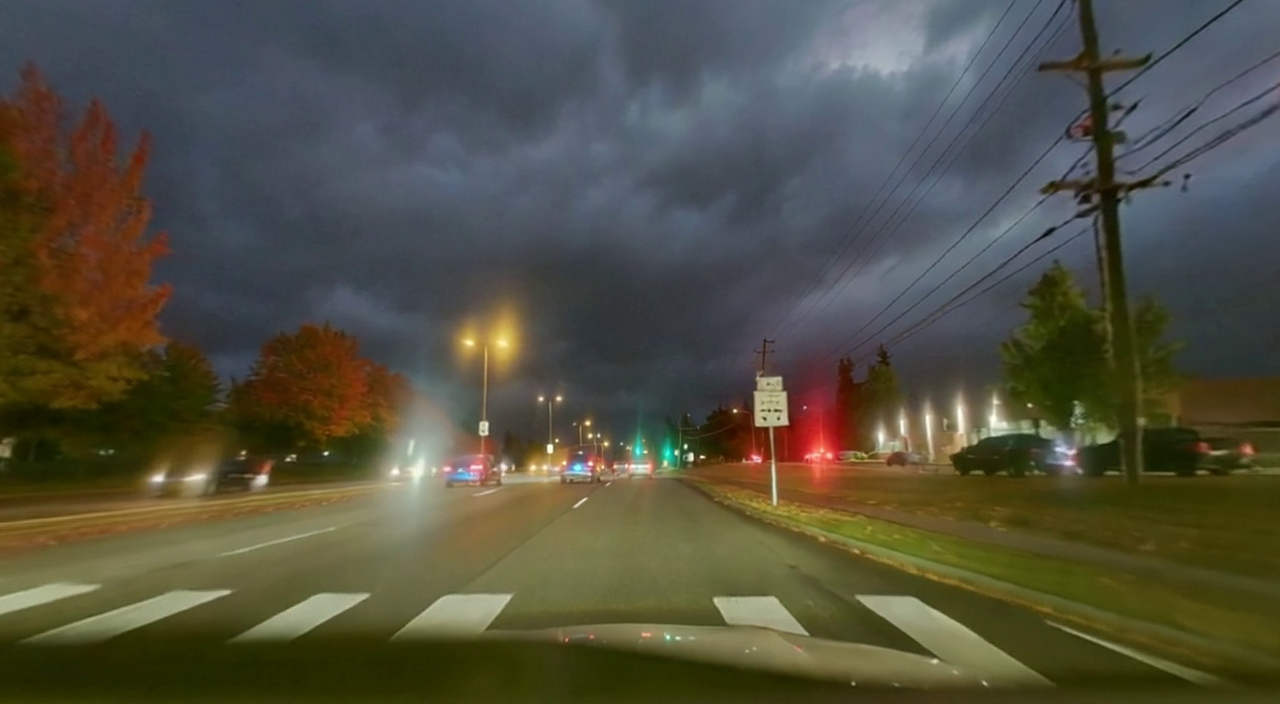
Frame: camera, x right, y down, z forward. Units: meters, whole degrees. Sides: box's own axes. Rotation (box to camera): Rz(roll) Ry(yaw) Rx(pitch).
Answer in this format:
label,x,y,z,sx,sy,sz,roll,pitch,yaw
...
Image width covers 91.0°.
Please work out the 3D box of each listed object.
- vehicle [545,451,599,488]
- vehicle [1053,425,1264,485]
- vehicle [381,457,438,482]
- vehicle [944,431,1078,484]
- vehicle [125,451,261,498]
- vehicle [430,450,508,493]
label,x,y,z,sx,sy,sz,roll,pitch,yaw
vehicle,-3.298,5.821,31.519,2.085,1.663,4.513,0,-9,1
vehicle,14.519,2.930,18.003,1.826,1.474,4.254,3,-9,-17
vehicle,-15.676,7.998,43.115,1.969,1.503,4.797,0,-9,1
vehicle,13.187,3.715,22.720,1.862,1.559,3.959,-4,-6,-11
vehicle,-15.825,4.324,22.595,1.843,1.520,3.995,0,-9,1
vehicle,-6.996,4.909,26.257,1.932,1.596,4.247,0,-9,1
